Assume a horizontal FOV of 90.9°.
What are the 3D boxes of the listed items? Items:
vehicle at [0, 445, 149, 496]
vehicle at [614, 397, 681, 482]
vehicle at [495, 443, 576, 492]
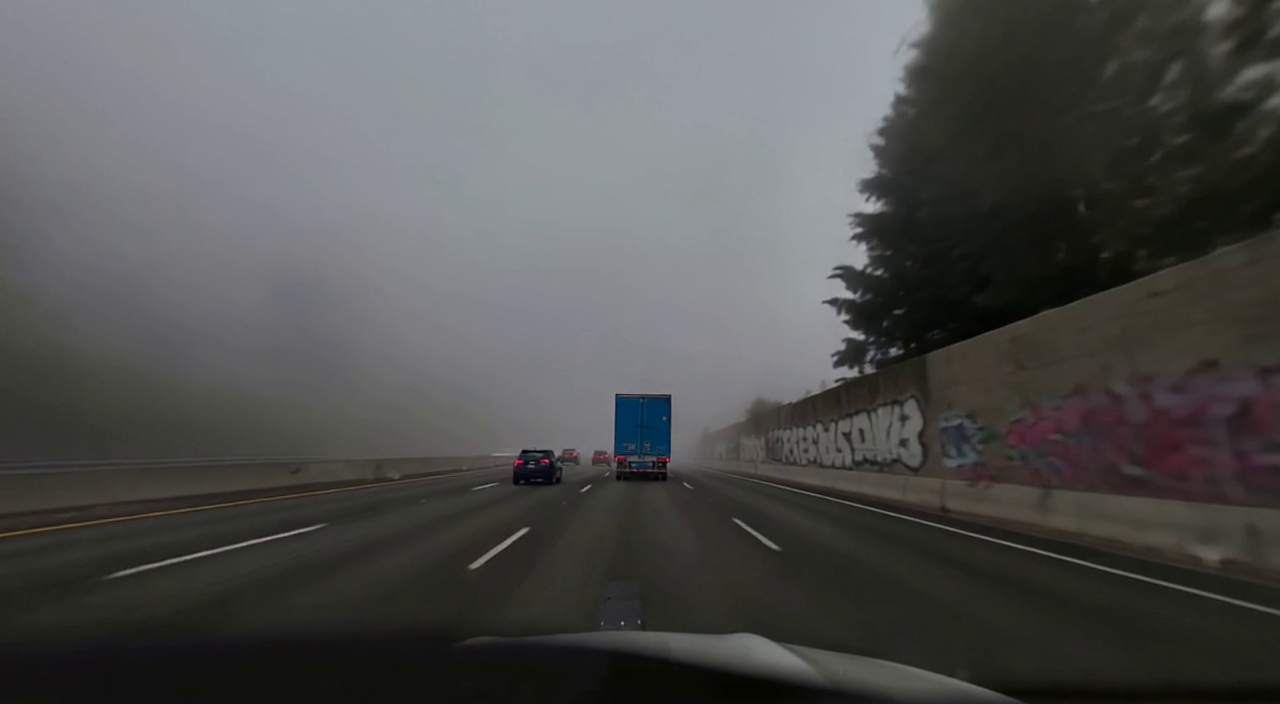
[{"bbox_3d":[-18.211,3.750,20.248,1.732,1.449,3.840,0,-9,0],"label":"vehicle"},{"bbox_3d":[0.212,4.590,32.527,2.915,3.661,9.741,0,-9,-1],"label":"vehicle"},{"bbox_3d":[-3.467,3.924,21.730,2.020,1.505,4.171,0,-9,0],"label":"vehicle"}]
